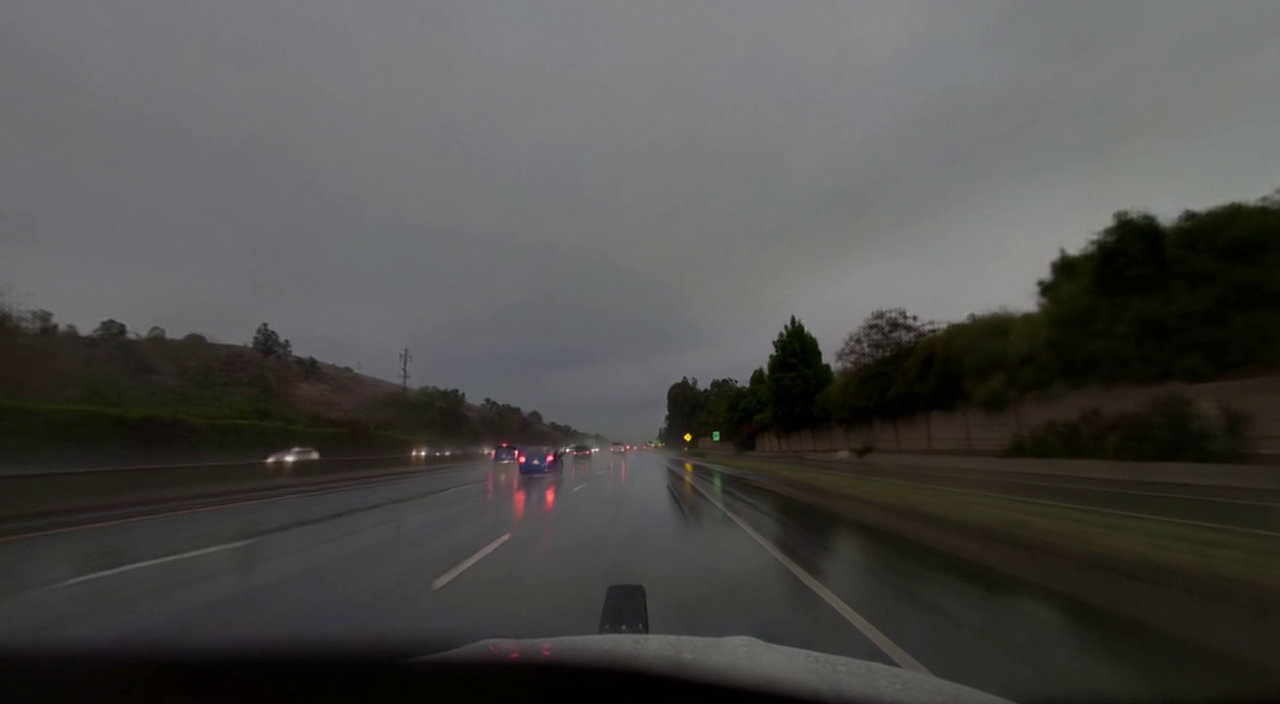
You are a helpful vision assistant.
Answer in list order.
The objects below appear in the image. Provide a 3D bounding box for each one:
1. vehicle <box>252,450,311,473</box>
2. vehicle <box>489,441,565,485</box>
[{"bbox_3d":[-24.191,7.373,42.695,1.838,1.403,3.672,0,-8,0],"label":"vehicle"},{"bbox_3d":[-4.299,4.304,24.881,2.081,1.514,4.943,0,-8,0],"label":"vehicle"}]
